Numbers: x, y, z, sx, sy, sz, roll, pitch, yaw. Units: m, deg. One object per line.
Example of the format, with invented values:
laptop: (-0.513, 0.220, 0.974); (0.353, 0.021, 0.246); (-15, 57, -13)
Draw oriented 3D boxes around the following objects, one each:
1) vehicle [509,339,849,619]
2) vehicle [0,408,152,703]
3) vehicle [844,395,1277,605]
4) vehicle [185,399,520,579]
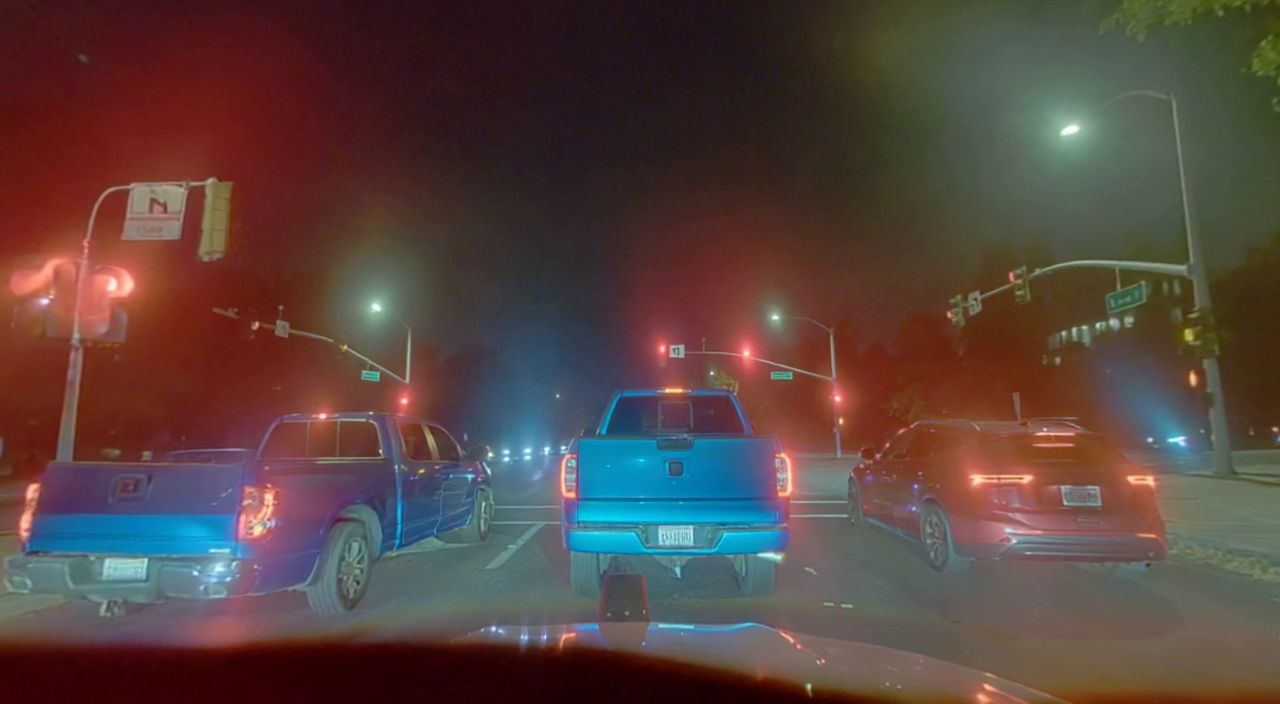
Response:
vehicle: (0.327, 1.281, 7.162); (2.505, 2.084, 4.768); (0, -8, 1)
vehicle: (-3.393, 0.708, 0.654); (1.998, 1.481, 4.656); (0, -8, 1)
vehicle: (4.040, 1.487, 7.188); (1.984, 1.659, 4.226); (0, -8, 0)
vehicle: (-3.286, 1.685, 8.589); (2.125, 1.739, 4.707); (0, -8, 3)
